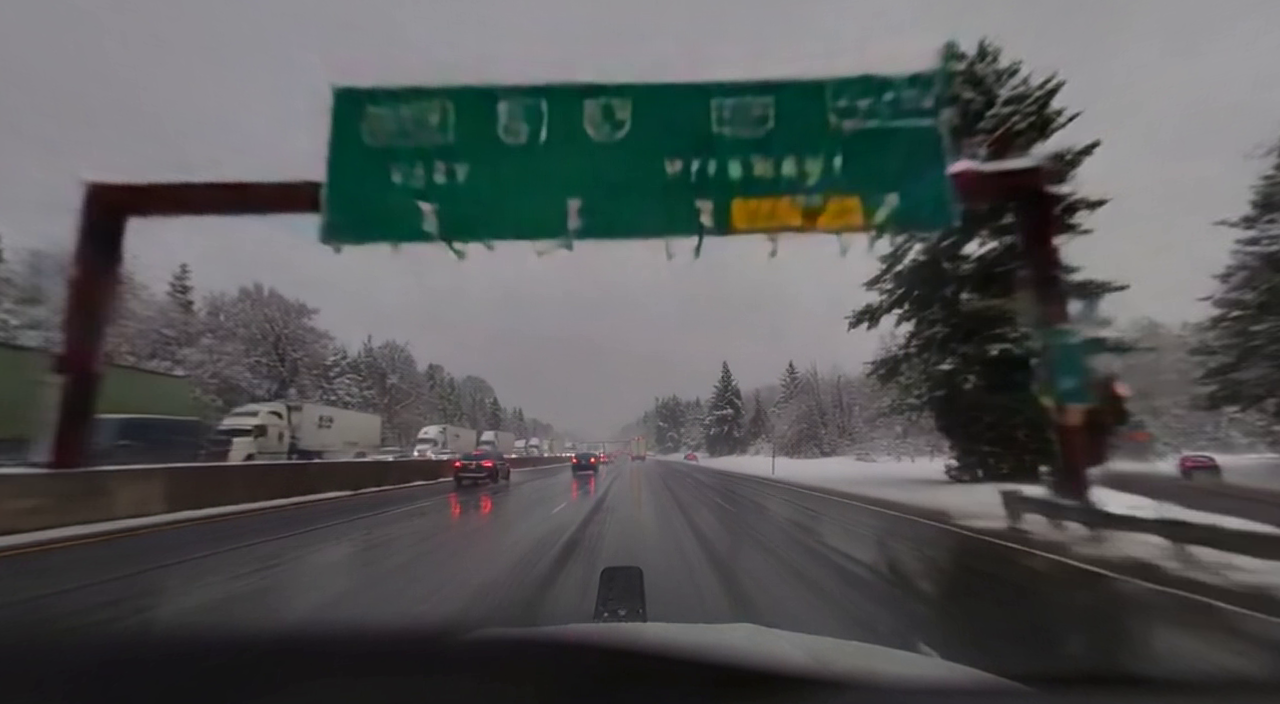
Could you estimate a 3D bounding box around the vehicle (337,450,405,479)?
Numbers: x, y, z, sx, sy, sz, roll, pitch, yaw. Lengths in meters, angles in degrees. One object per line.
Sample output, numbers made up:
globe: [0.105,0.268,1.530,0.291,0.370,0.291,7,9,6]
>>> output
vehicle: [-14.370,6.007,33.865,1.865,1.456,4.034,0,-9,0]

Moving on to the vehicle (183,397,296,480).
vehicle: [-18.737,4.093,29.771,2.922,3.673,3.310,0,-9,0]

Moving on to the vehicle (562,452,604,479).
vehicle: [-3.368,6.764,37.822,2.076,1.453,4.094,0,-9,1]

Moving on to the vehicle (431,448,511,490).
vehicle: [-7.282,5.067,27.721,2.122,1.685,4.714,0,-9,1]

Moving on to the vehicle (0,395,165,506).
vehicle: [-15.202,2.400,15.336,2.527,2.391,5.963,0,-9,0]
